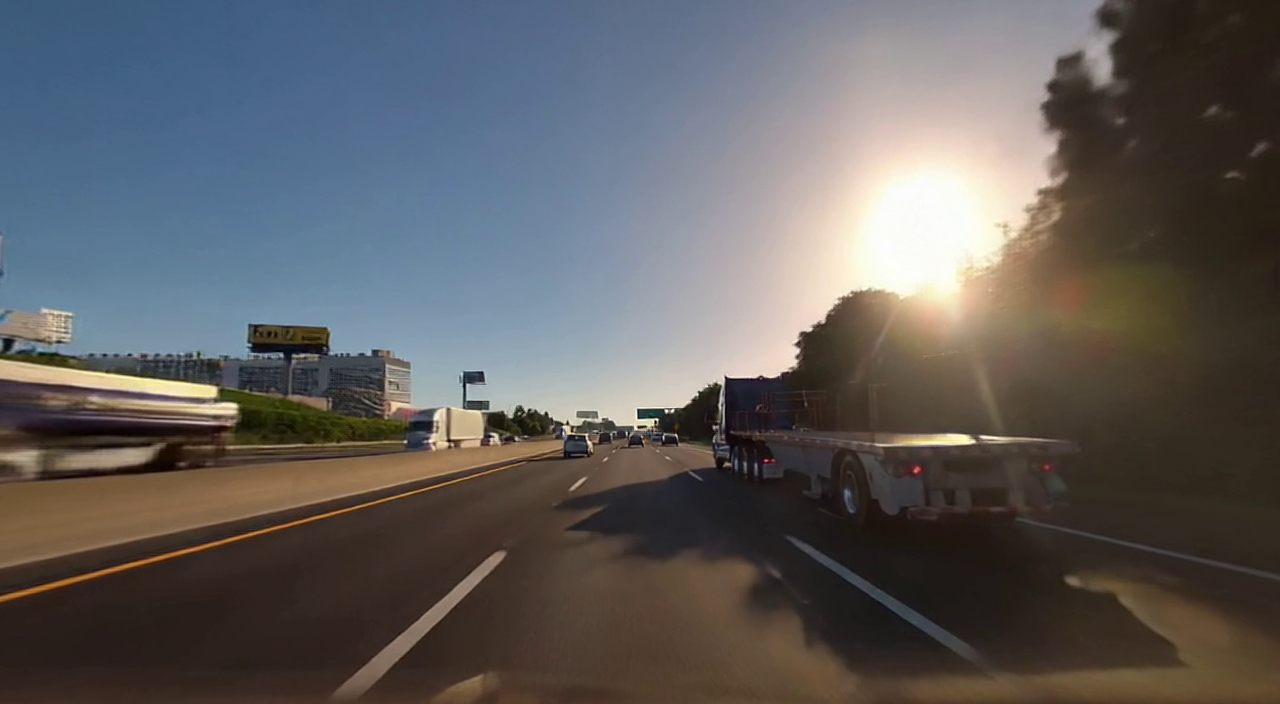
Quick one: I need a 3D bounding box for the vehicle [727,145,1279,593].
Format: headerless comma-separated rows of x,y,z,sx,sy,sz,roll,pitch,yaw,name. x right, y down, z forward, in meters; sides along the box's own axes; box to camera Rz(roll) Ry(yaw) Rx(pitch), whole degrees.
3.944,0.806,10.993,2.871,3.815,11.331,0,-8,-2,vehicle

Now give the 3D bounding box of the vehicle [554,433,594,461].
-3.646,5.322,35.528,1.930,1.484,3.849,0,-8,-1,vehicle

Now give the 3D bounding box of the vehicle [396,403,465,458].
-15.668,5.980,47.656,3.132,3.881,5.928,0,-8,-1,vehicle

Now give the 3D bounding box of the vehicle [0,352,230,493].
-20.190,2.516,21.778,2.843,4.105,13.825,0,-8,-1,vehicle
